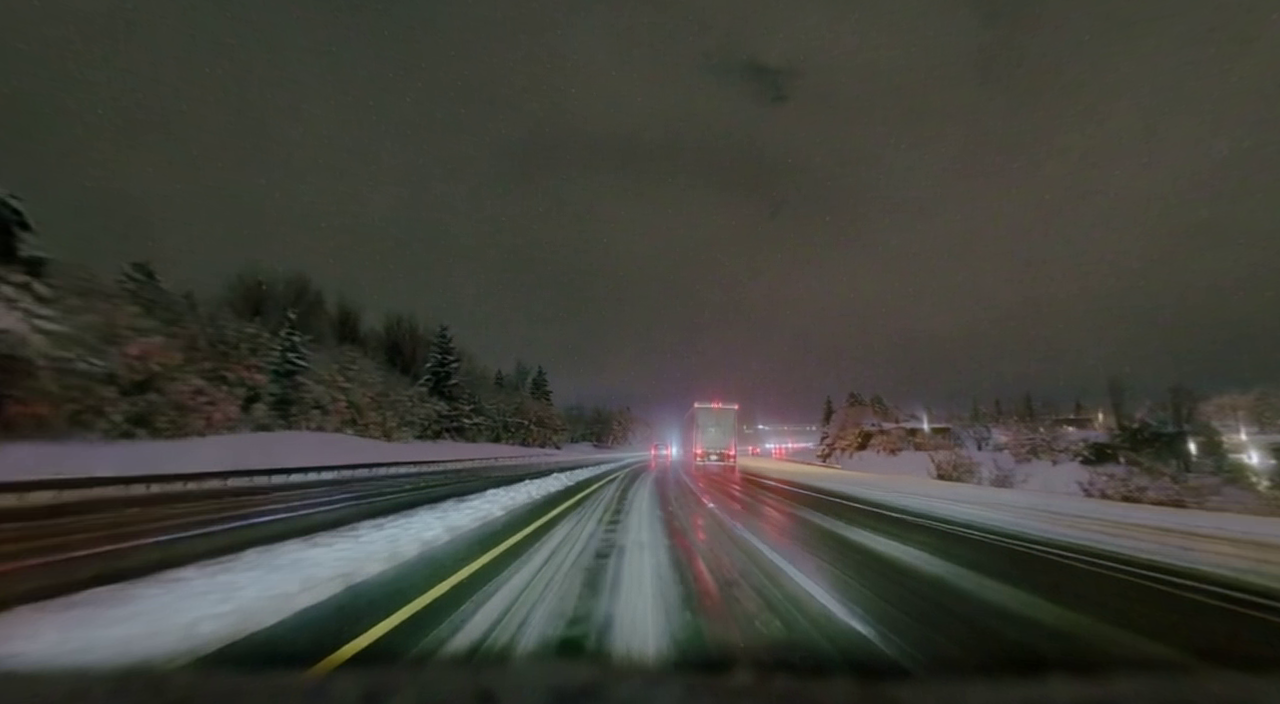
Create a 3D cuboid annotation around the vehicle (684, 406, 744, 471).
[{"bbox_3d":[5.053,6.324,45.522,2.965,4.028,12.529,0,-9,1],"label":"vehicle"}]
